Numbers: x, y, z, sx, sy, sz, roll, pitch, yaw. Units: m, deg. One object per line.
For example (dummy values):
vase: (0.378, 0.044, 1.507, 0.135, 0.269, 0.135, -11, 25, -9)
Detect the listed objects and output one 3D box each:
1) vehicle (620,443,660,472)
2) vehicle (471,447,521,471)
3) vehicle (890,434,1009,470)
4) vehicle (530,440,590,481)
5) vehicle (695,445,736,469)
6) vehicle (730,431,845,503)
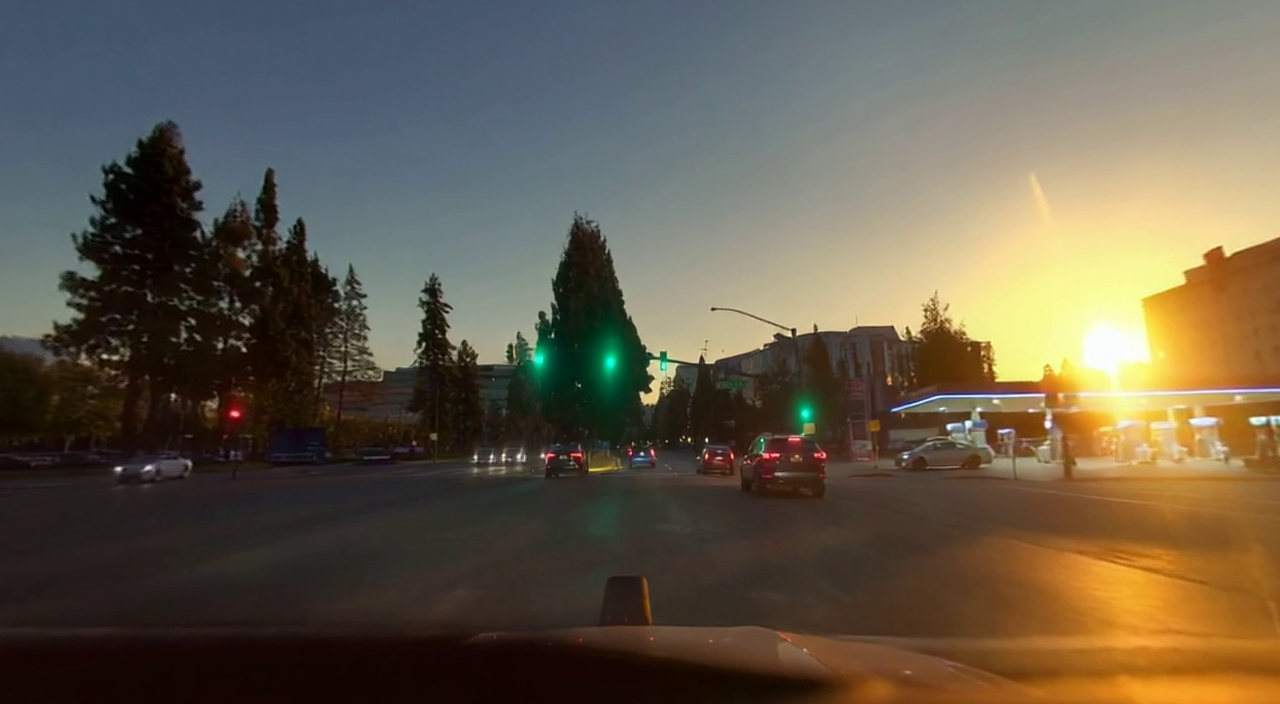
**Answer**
vehicle: (0.002, 5.969, 35.941, 2.104, 1.477, 4.591, 0, -8, 0)
vehicle: (-9.264, 6.890, 40.848, 2.023, 1.433, 4.699, 0, -8, 1)
vehicle: (18.170, 5.903, 37.267, 5.585, 1.866, 2.607, -1, -9, -2)
vehicle: (-3.414, 4.713, 27.661, 2.023, 1.607, 4.086, 0, -8, 1)
vehicle: (5.021, 7.034, 42.408, 2.174, 1.462, 4.400, 0, -8, 0)
vehicle: (3.821, 3.036, 17.123, 2.022, 1.683, 4.171, 0, -8, -1)
